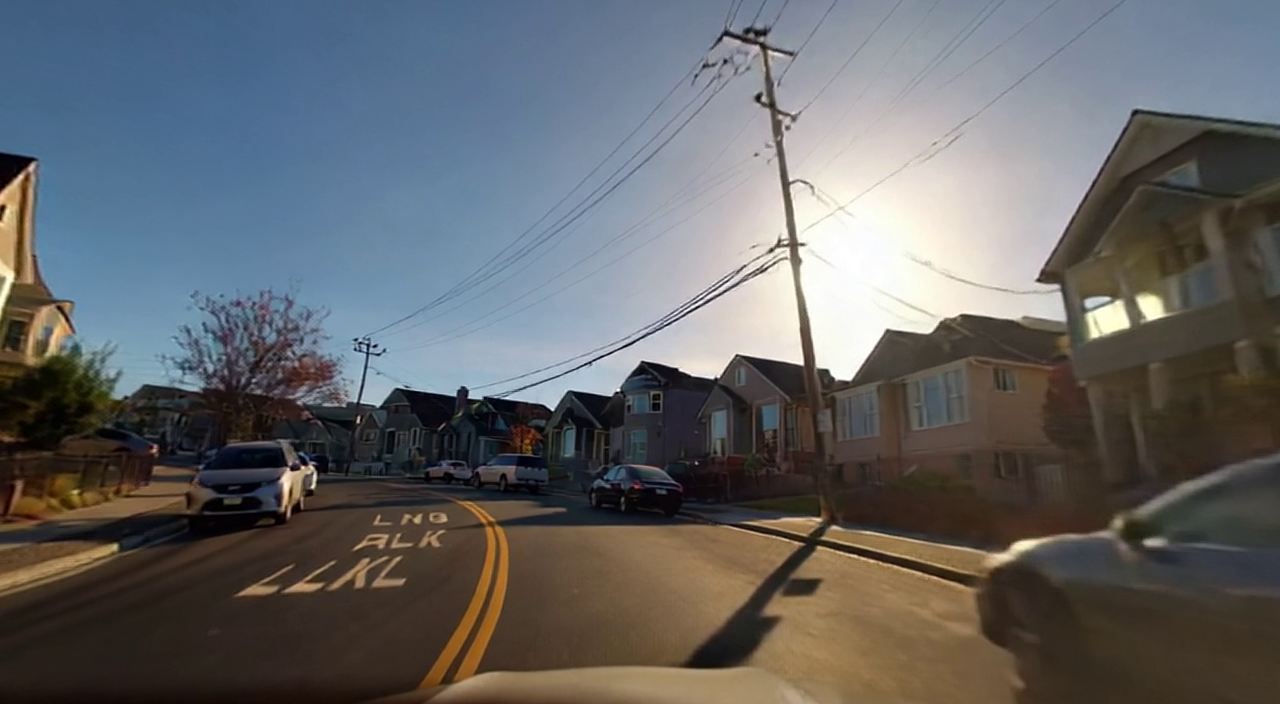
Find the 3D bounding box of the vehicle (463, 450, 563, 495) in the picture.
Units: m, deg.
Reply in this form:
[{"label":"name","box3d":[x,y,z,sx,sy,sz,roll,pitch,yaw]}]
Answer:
[{"label":"vehicle","box3d":[-6.190,5.713,30.249,2.449,1.869,5.504,11,-13,-35]}]

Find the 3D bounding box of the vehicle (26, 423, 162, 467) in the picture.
[{"label":"vehicle","box3d":[-22.923,3.998,26.676,4.064,1.569,1.861,9,-18,-40]}]

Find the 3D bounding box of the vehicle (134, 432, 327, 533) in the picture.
[{"label":"vehicle","box3d":[-9.048,2.972,14.682,2.378,1.840,5.389,4,-11,-18]}]

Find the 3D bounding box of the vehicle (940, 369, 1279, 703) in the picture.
[{"label":"vehicle","box3d":[3.489,0.970,2.619,1.994,1.682,4.750,3,-9,-3]}]

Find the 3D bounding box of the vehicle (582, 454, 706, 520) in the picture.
[{"label":"vehicle","box3d":[-0.048,3.812,18.330,1.923,1.531,4.568,8,-11,-21]}]

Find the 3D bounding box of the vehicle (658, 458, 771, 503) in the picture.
[{"label":"vehicle","box3d":[2.994,5.075,25.298,4.163,1.586,2.023,6,-10,-33]}]
